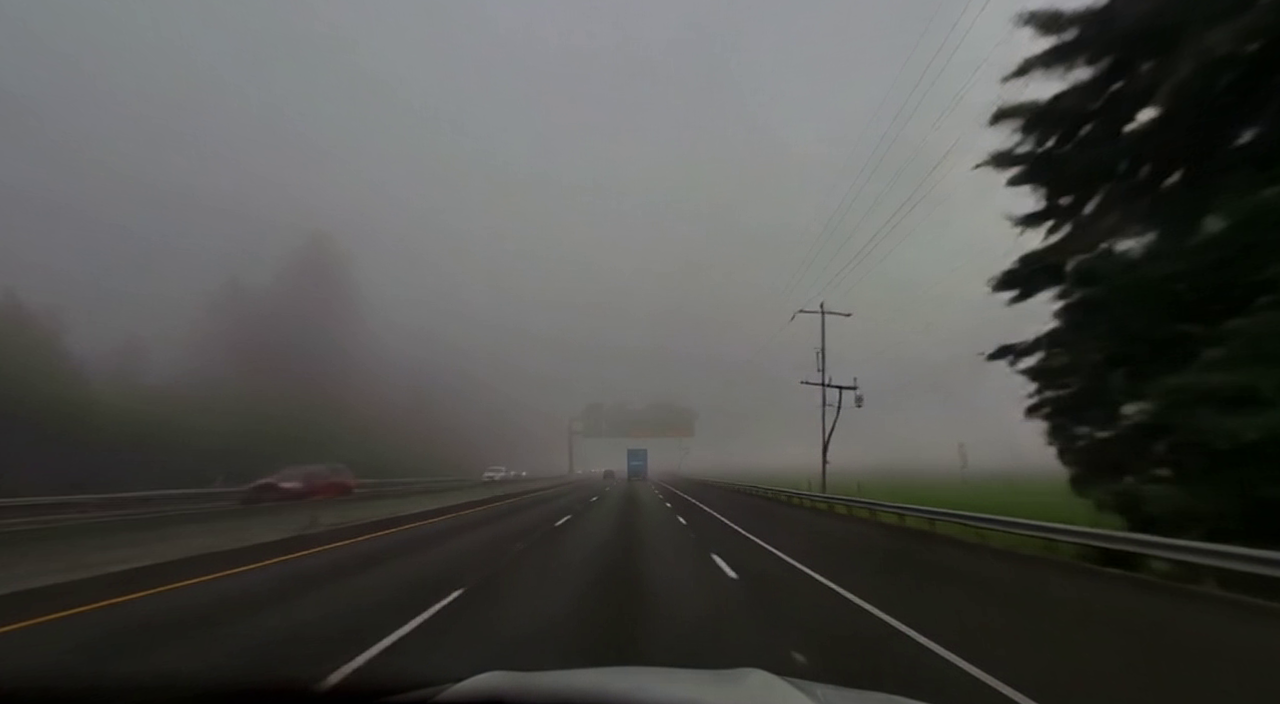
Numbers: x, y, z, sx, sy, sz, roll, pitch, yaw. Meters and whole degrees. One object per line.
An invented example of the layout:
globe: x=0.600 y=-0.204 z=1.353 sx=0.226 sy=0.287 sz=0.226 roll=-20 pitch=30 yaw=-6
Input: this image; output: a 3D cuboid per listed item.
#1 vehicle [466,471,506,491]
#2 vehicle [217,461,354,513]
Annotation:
vehicle: x=-12.079 y=10.122 z=49.596 sx=1.988 sy=1.451 sz=4.442 roll=1 pitch=-10 yaw=0
vehicle: x=-11.852 y=4.541 z=21.534 sx=1.887 sy=1.528 sz=4.789 roll=1 pitch=-11 yaw=0
